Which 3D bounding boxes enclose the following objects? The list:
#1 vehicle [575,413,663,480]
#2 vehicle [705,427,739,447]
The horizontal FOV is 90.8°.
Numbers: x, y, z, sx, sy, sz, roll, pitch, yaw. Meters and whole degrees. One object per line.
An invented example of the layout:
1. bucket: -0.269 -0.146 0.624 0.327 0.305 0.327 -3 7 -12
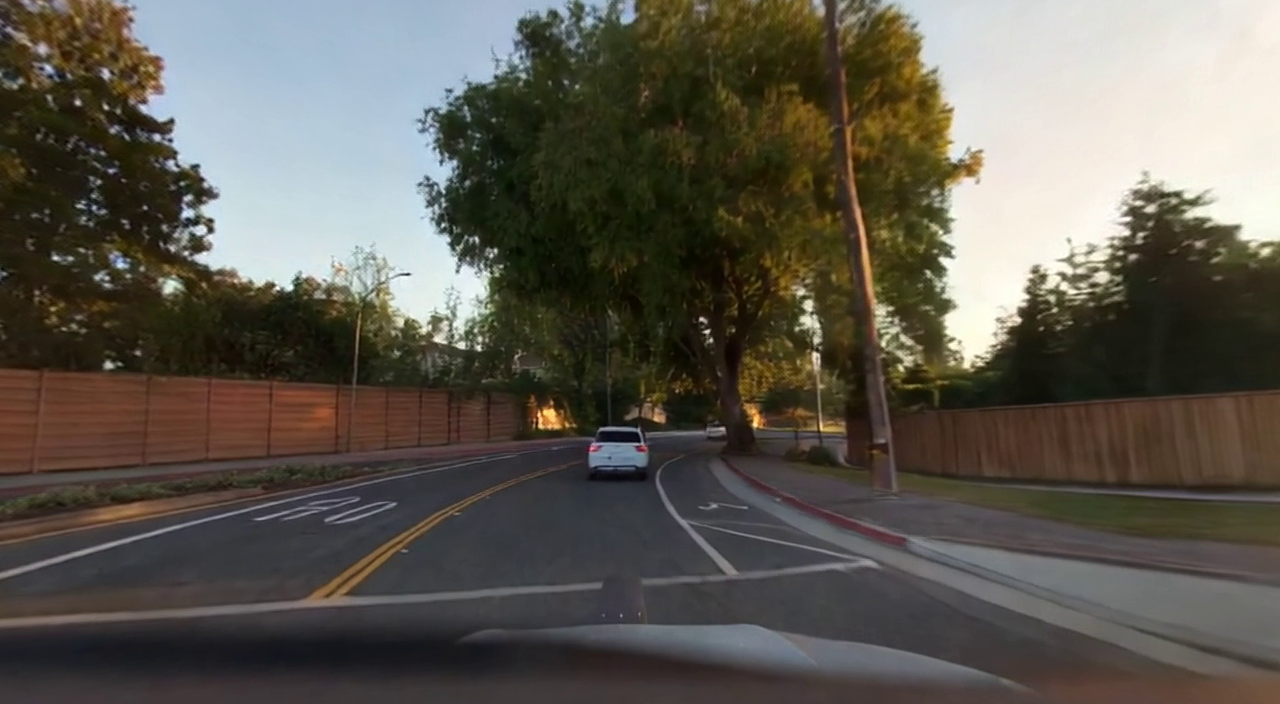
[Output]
1. vehicle: -0.515 2.960 19.803 2.230 1.827 4.580 -1 -8 5
2. vehicle: 6.546 6.729 49.970 1.929 1.476 4.655 -2 -9 17
